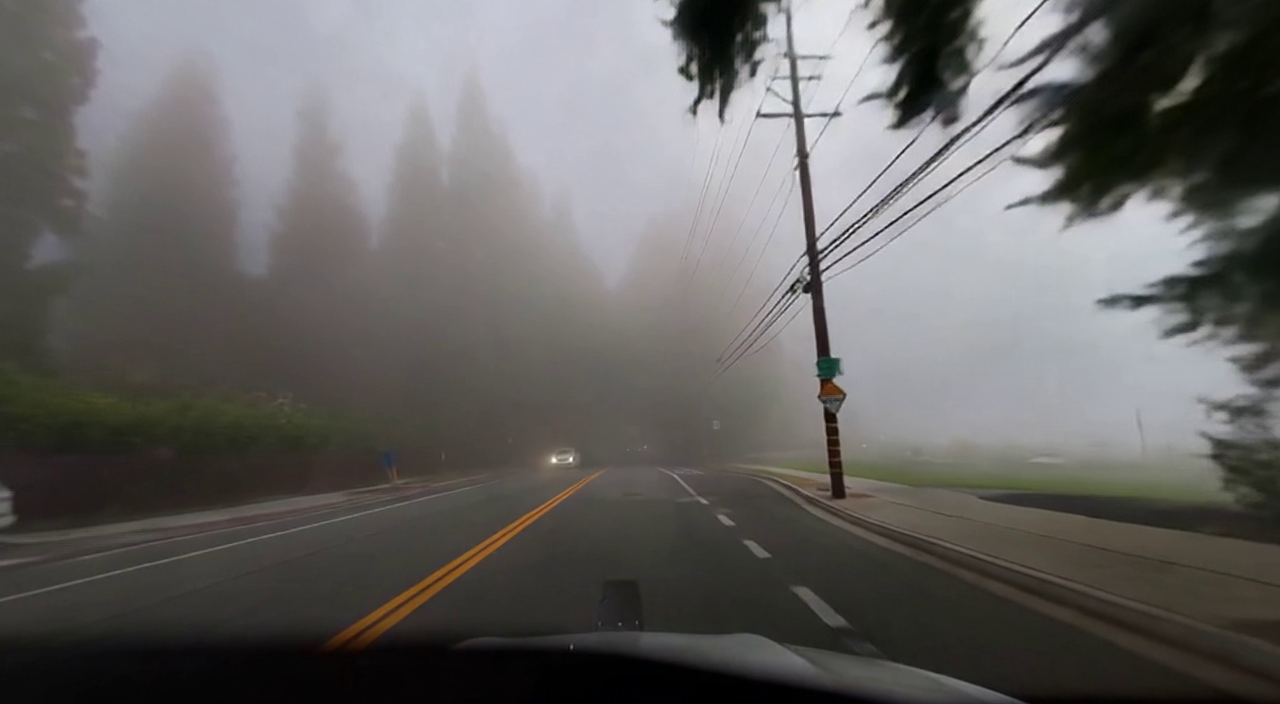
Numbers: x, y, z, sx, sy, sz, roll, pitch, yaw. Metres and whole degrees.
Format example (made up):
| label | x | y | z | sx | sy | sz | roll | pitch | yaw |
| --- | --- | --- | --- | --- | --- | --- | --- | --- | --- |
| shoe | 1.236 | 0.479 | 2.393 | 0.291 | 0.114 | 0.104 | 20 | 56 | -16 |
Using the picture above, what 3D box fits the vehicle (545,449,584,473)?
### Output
| label | x | y | z | sx | sy | sz | roll | pitch | yaw |
| --- | --- | --- | --- | --- | --- | --- | --- | --- | --- |
| vehicle | -5.156 | 7.445 | 43.539 | 2.093 | 1.523 | 4.536 | -1 | -9 | 1 |
